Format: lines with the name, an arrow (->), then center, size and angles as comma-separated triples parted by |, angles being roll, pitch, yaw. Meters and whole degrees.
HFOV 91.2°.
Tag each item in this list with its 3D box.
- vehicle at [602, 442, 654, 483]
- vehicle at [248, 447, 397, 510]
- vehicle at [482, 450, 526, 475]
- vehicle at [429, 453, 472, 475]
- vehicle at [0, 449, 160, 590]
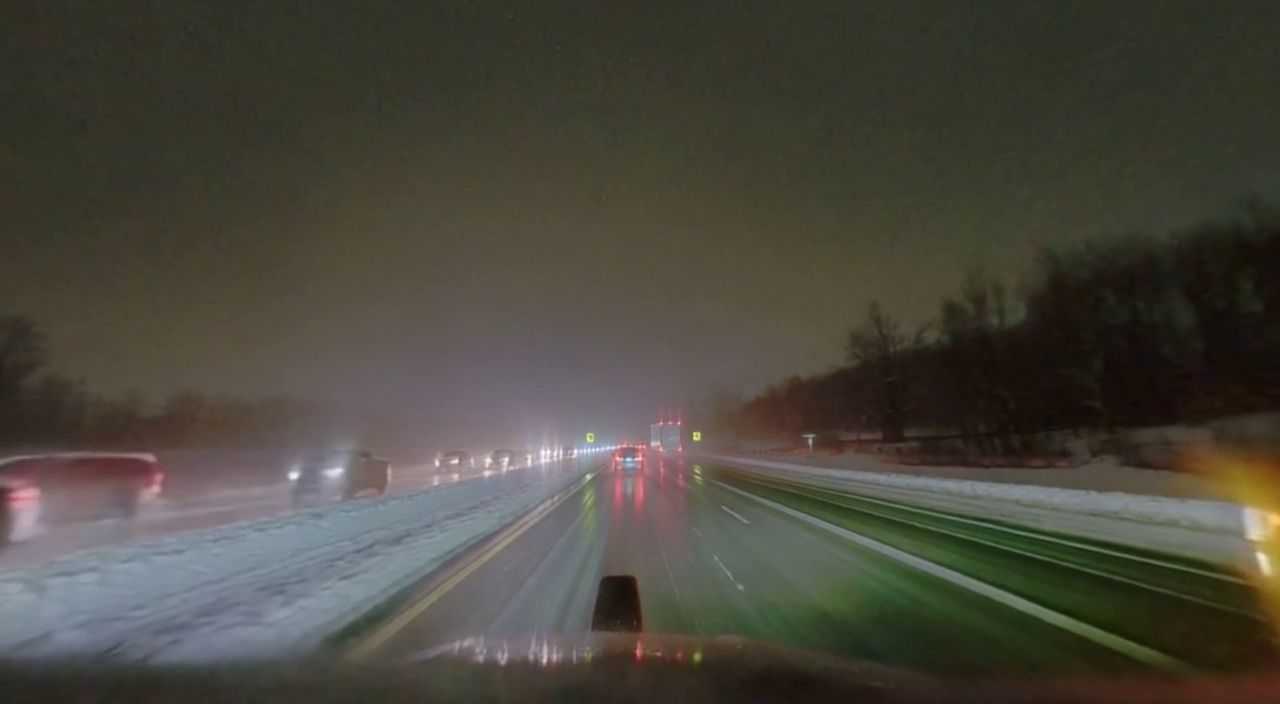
vehicle -> -0.485, 4.543, 26.062 | 1.971, 1.518, 4.108 | 0, -9, -1
vehicle -> -8.753, 3.480, 17.783 | 1.970, 1.549, 4.299 | 0, -9, 0
vehicle -> -8.605, 7.008, 39.967 | 1.908, 1.499, 4.040 | 0, -9, -1
vehicle -> -14.150, 8.378, 47.013 | 1.892, 1.533, 4.532 | 0, -9, -1
vehicle -> -7.787, 1.799, 6.717 | 1.917, 1.483, 4.289 | 0, -9, -1
